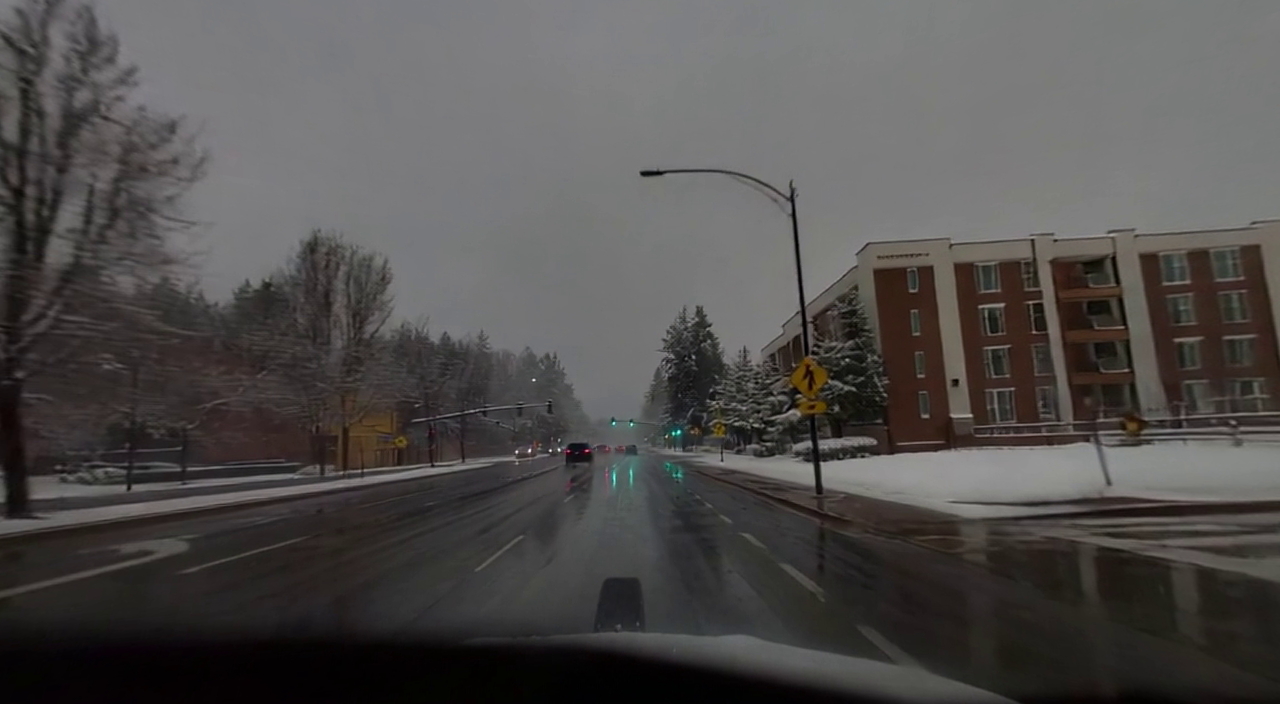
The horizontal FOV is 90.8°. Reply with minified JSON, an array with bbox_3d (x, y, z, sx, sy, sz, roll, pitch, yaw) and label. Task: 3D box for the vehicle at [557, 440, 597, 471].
[{"bbox_3d":[-3.678,6.112,37.590,1.959,1.741,4.141,0,-8,1],"label":"vehicle"}]
